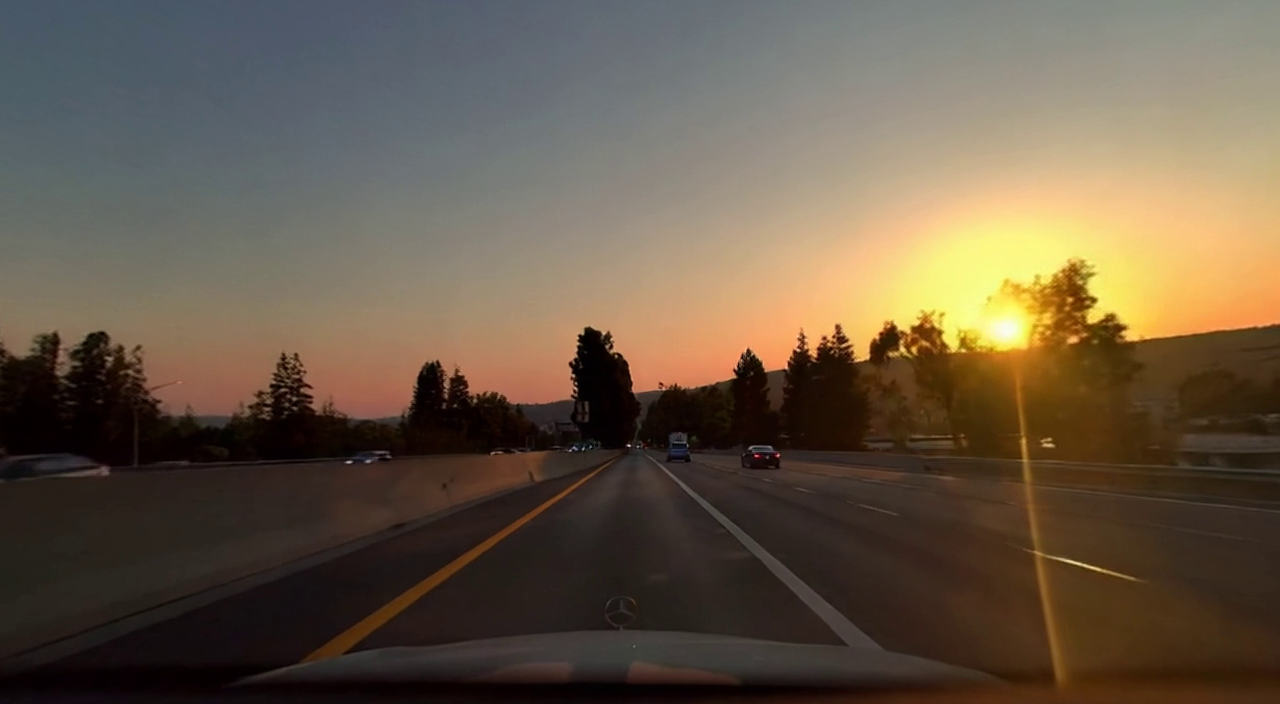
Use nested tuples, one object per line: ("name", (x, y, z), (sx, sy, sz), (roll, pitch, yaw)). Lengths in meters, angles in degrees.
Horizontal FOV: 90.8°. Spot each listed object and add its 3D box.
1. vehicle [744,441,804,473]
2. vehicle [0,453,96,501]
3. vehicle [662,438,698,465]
("vehicle", (6.642, 5.247, 31.767), (2.009, 1.456, 4.097), (0, -9, -1))
("vehicle", (-22.196, 4.338, 22.115), (1.912, 1.513, 5.034), (0, -8, -1))
("vehicle", (2.833, 7.190, 45.870), (2.258, 1.824, 4.908), (0, -9, -1))
